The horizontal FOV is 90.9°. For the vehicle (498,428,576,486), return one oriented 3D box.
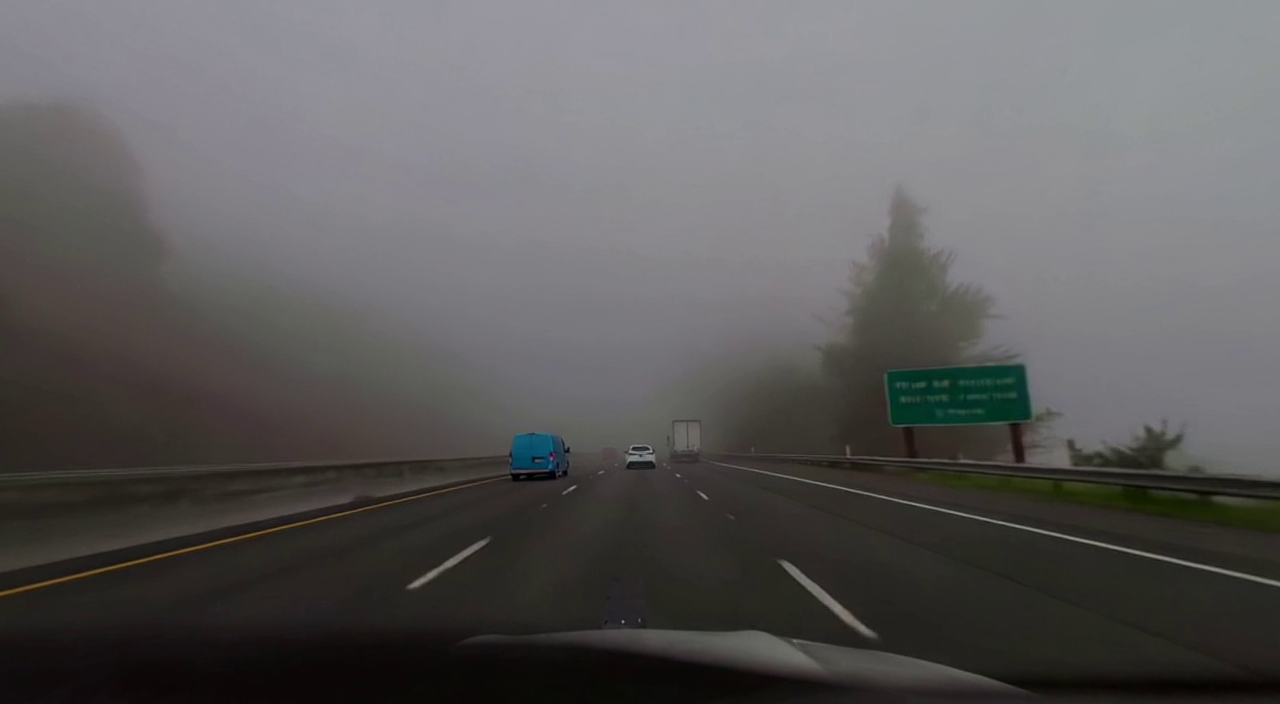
[{"bbox_3d":[-3.885,4.087,24.725,2.167,1.991,5.062,0,-9,0],"label":"vehicle"}]

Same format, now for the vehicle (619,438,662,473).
[{"bbox_3d":[0.039,5.687,34.729,2.209,1.825,4.036,0,-9,0],"label":"vehicle"}]
